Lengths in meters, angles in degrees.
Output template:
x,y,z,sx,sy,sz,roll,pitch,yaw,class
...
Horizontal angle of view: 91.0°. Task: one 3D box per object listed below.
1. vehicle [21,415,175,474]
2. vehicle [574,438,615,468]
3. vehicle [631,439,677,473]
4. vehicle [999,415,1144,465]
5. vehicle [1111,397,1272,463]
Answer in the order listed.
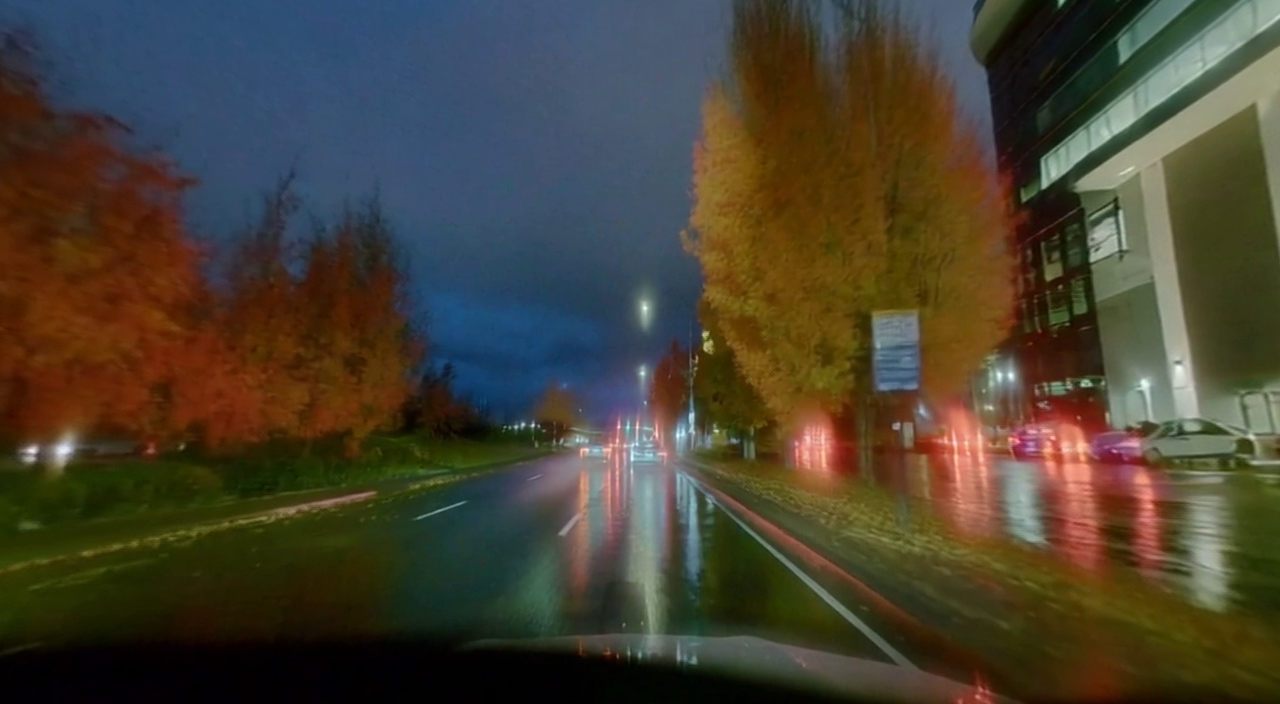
x,y,z,sx,sy,sz,roll,pitch,yaw,class
-30.744,5.314,36.227,2.376,2.995,7.095,0,-8,1,vehicle
-2.725,6.125,38.455,2.197,1.709,4.069,0,-8,0,vehicle
0.624,4.956,30.261,2.040,1.493,3.682,0,-8,0,vehicle
26.383,5.439,38.693,6.918,2.911,2.524,0,-9,-1,vehicle
22.935,3.360,26.475,4.440,2.545,2.105,-5,-10,25,vehicle
